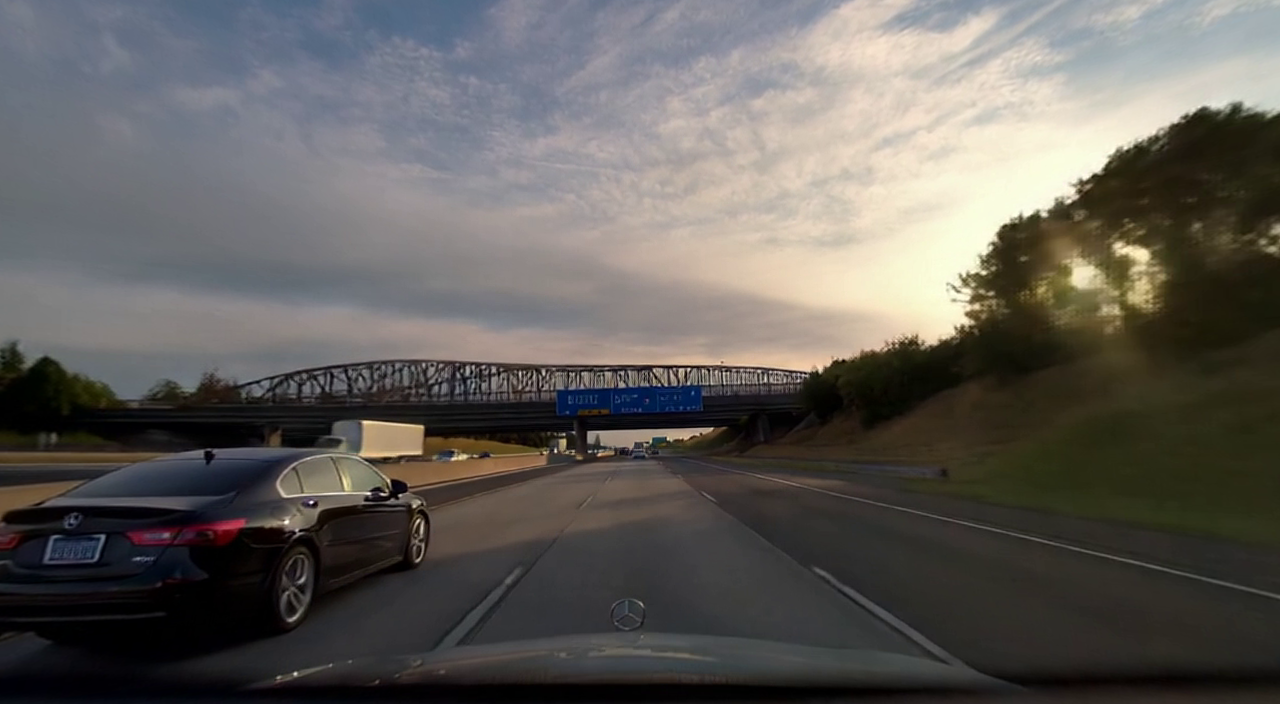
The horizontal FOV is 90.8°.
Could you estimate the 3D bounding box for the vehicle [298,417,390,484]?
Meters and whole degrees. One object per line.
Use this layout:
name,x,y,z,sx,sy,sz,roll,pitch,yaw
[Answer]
vehicle,-18.688,6.262,40.297,2.880,3.889,5.961,0,-9,0

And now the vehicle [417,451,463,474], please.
vehicle,-14.892,8.270,47.318,1.944,1.603,4.591,0,-9,0
